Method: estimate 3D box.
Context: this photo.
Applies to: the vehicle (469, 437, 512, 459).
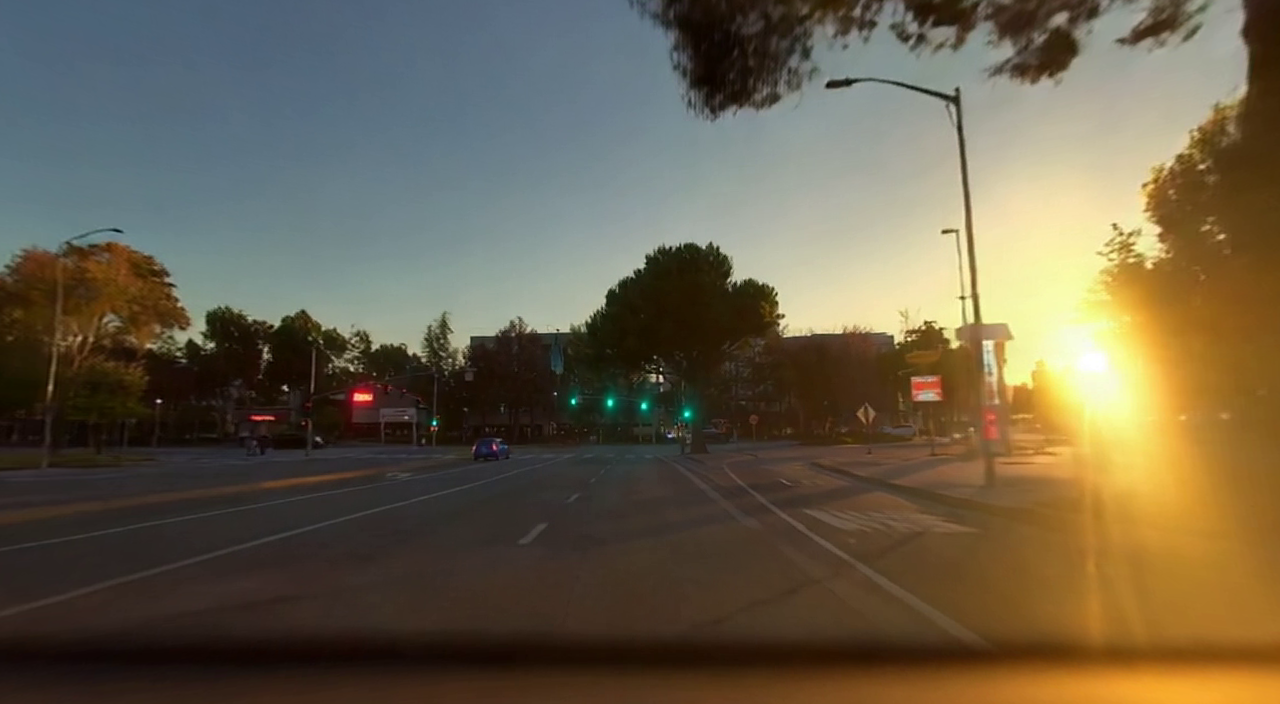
[{"bbox_3d":[-10.783,7.007,45.848,1.924,1.502,4.727,0,-9,1],"label":"vehicle"}]
